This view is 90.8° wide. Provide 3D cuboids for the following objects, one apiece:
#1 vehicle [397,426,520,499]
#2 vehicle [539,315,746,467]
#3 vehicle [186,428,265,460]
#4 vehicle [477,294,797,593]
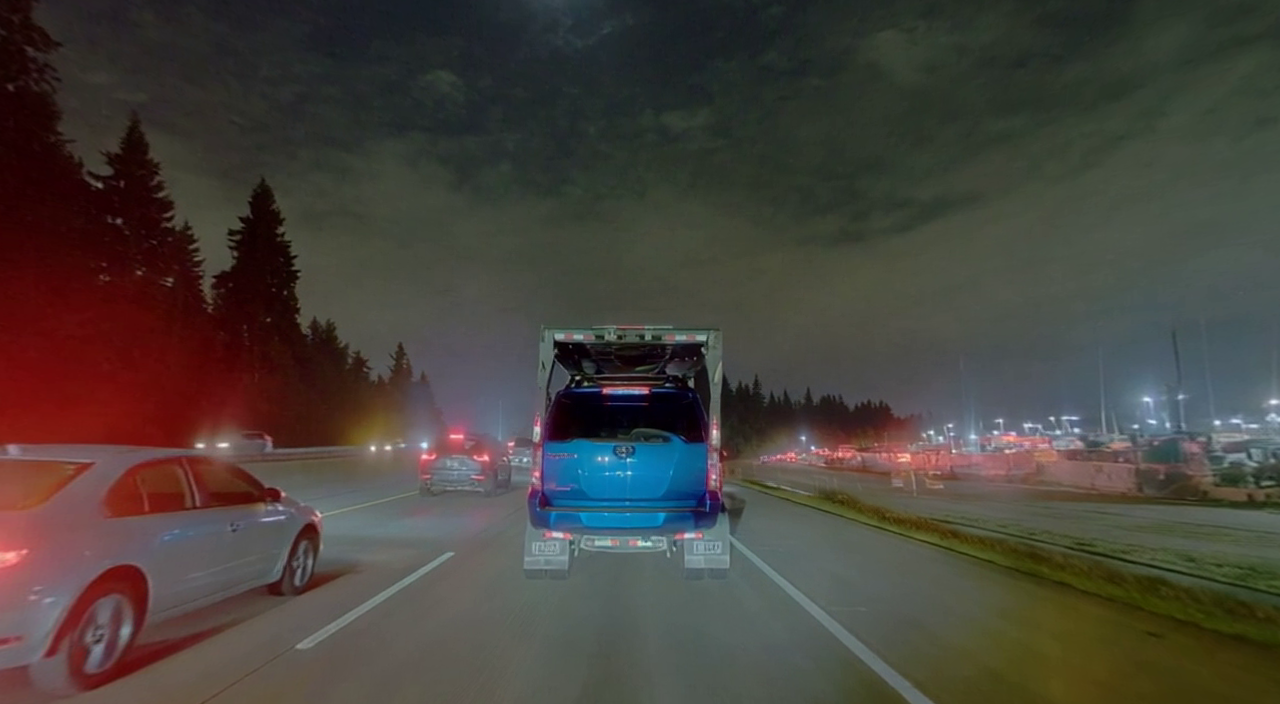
[{"bbox_3d":[-4.641,2.908,16.938,2.057,1.665,4.572,0,-9,-2],"label":"vehicle"},{"bbox_3d":[-0.056,0.749,9.016,2.156,1.604,4.680,0,-9,-2],"label":"vehicle"},{"bbox_3d":[-26.964,6.020,41.337,2.038,1.918,4.771,0,-9,-2],"label":"vehicle"},{"bbox_3d":[-0.188,1.540,10.744,2.735,2.597,10.435,0,-9,-2],"label":"vehicle"}]
